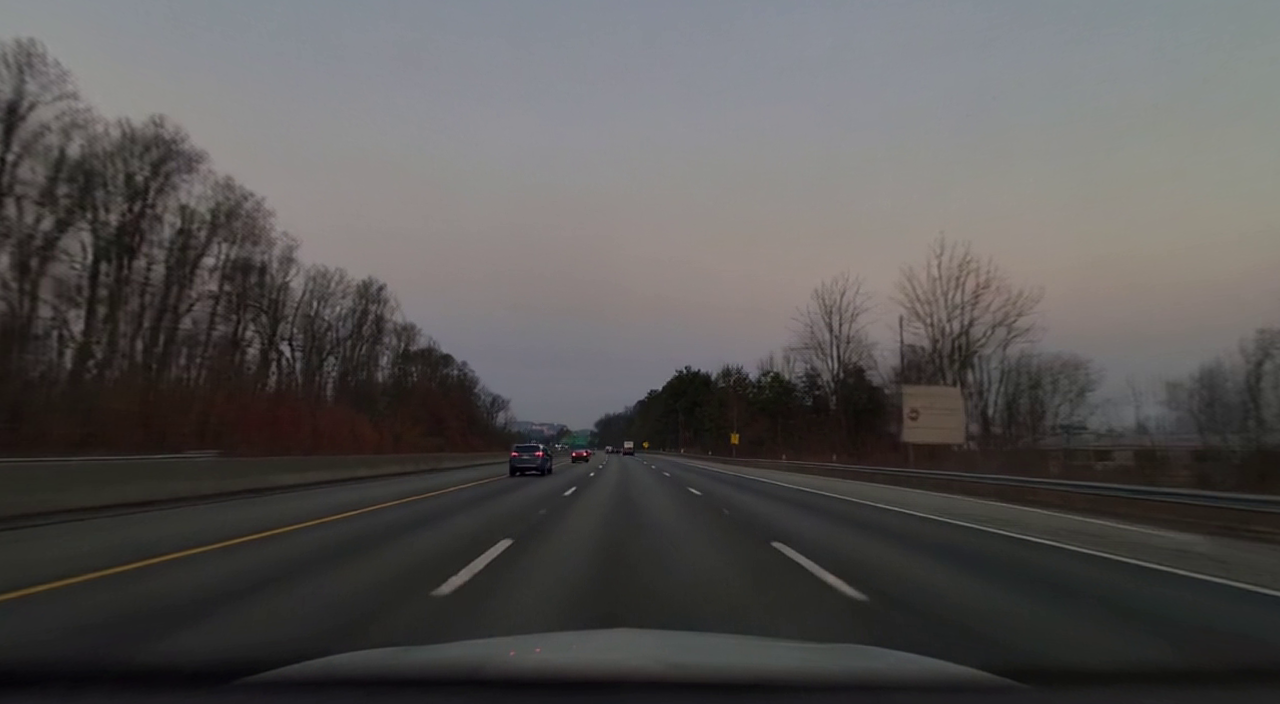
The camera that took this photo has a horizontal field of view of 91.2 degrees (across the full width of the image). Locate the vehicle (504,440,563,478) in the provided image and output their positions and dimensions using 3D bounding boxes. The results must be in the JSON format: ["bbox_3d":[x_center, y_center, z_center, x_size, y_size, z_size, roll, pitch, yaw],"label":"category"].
[{"bbox_3d":[-5.086,5.182,30.534,2.151,1.693,4.201,0,-9,-1],"label":"vehicle"}]
